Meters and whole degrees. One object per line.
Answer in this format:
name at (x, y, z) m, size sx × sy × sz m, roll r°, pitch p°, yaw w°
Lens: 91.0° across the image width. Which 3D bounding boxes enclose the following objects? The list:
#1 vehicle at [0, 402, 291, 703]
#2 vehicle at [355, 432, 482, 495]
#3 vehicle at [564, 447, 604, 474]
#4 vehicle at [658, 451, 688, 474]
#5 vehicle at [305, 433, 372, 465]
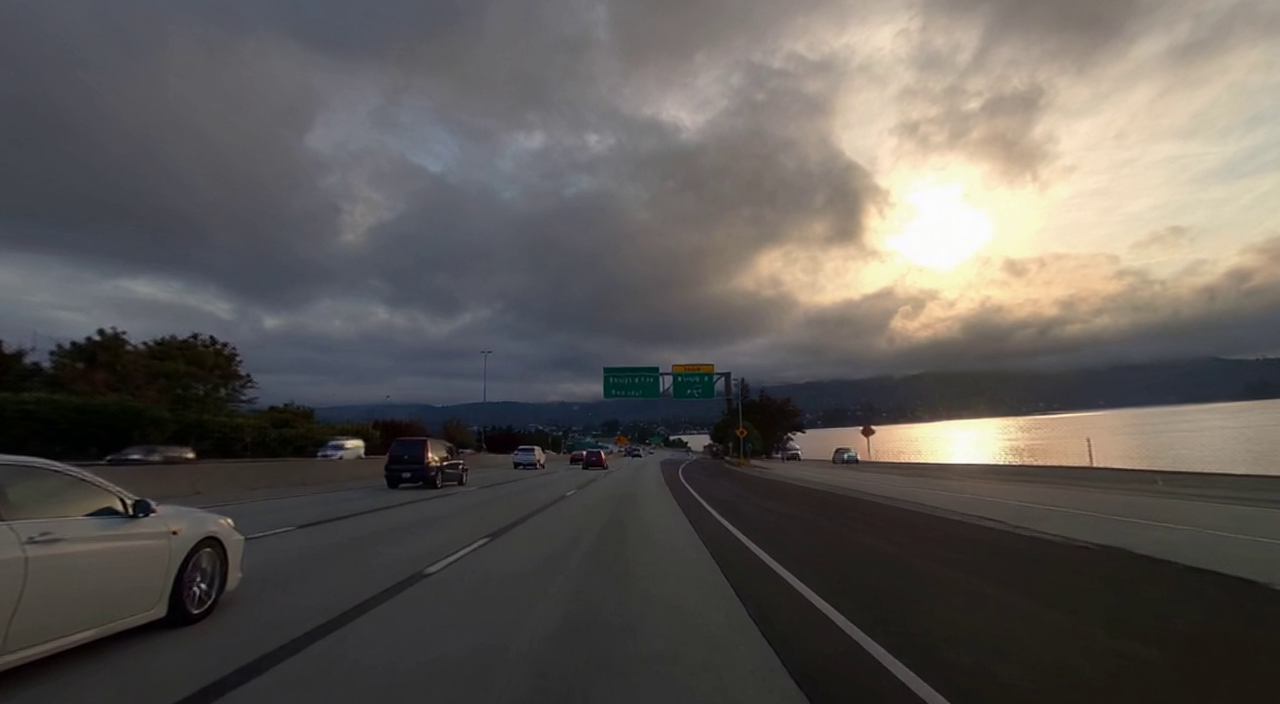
vehicle at (-4.123, 1.037, 3.196) m, size 2.027 × 1.547 × 4.511 m, roll 0°, pitch -9°, yaw 1°
vehicle at (-7.466, 3.823, 22.034) m, size 2.250 × 1.870 × 5.647 m, roll 0°, pitch -9°, yaw 2°
vehicle at (-3.667, 7.227, 42.254) m, size 2.132 × 1.708 × 4.571 m, roll 0°, pitch -9°, yaw 1°
vehicle at (2.462, 8.229, 47.070) m, size 2.153 × 1.510 × 4.646 m, roll 0°, pitch -9°, yaw 3°
vehicle at (-23.597, 7.619, 49.520) m, size 2.237 × 2.265 × 5.746 m, roll 0°, pitch -9°, yaw 2°
